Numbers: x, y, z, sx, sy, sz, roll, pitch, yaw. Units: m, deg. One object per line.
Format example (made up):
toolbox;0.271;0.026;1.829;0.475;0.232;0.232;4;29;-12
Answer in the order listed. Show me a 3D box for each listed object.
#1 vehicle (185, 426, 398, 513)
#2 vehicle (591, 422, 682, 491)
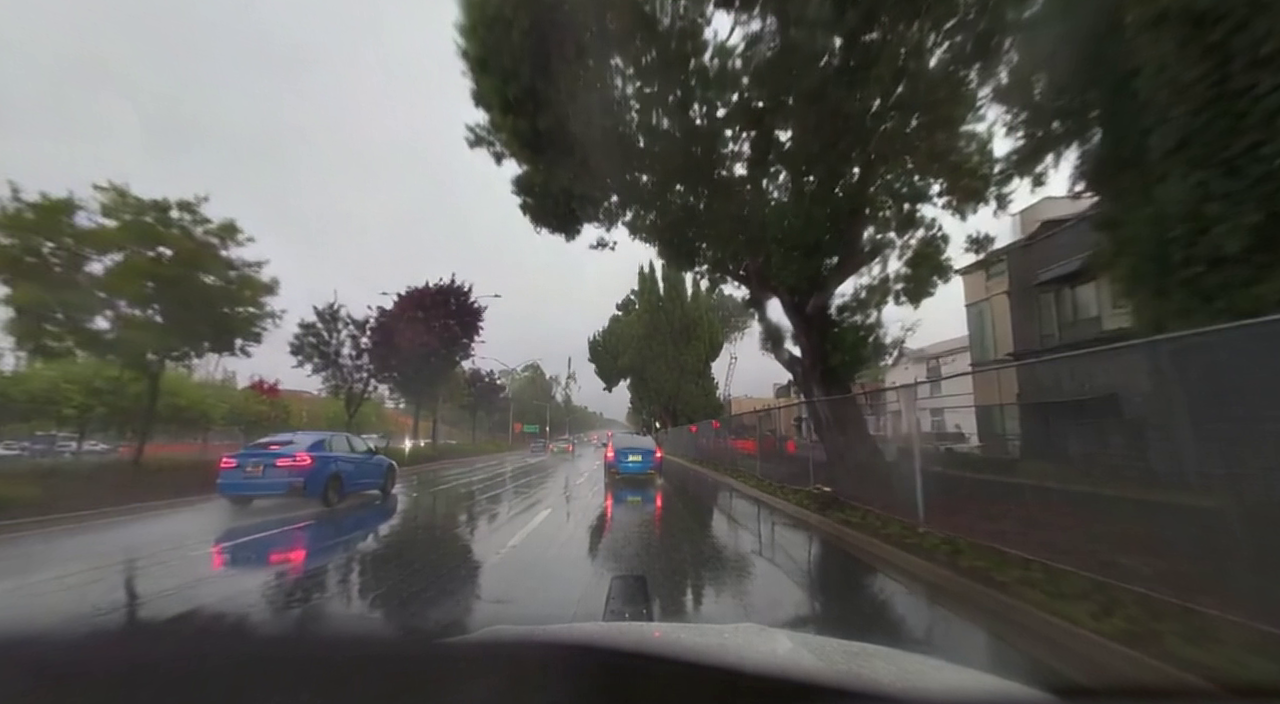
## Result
vehicle;-6.837;2.309;13.055;1.877;1.479;4.430;0;-8;0
vehicle;-0.168;2.842;17.540;2.227;1.654;4.091;0;-8;-2
